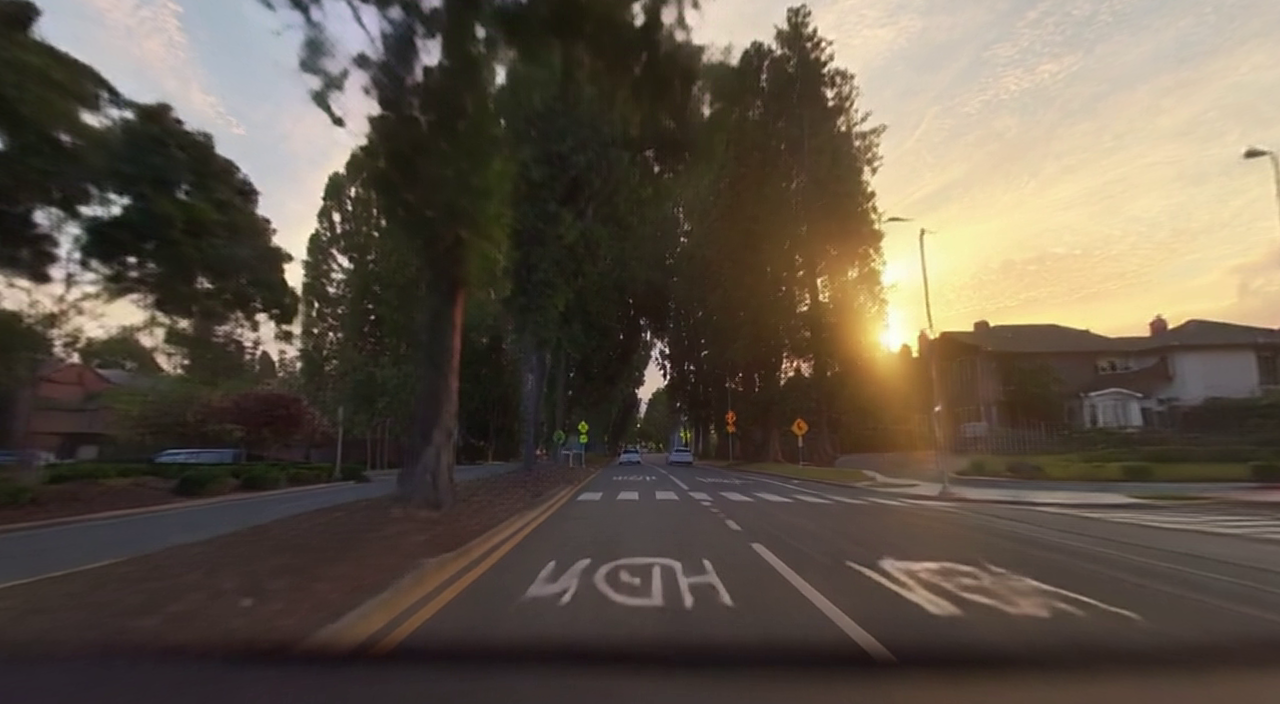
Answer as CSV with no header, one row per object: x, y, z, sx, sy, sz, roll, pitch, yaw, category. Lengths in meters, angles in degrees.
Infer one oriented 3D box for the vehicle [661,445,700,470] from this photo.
2.629,6.934,41.767,2.142,1.501,4.273,0,-9,-2,vehicle

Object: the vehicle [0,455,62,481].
-42.197,7.730,42.230,5.040,1.660,1.996,0,-9,-1,vehicle
